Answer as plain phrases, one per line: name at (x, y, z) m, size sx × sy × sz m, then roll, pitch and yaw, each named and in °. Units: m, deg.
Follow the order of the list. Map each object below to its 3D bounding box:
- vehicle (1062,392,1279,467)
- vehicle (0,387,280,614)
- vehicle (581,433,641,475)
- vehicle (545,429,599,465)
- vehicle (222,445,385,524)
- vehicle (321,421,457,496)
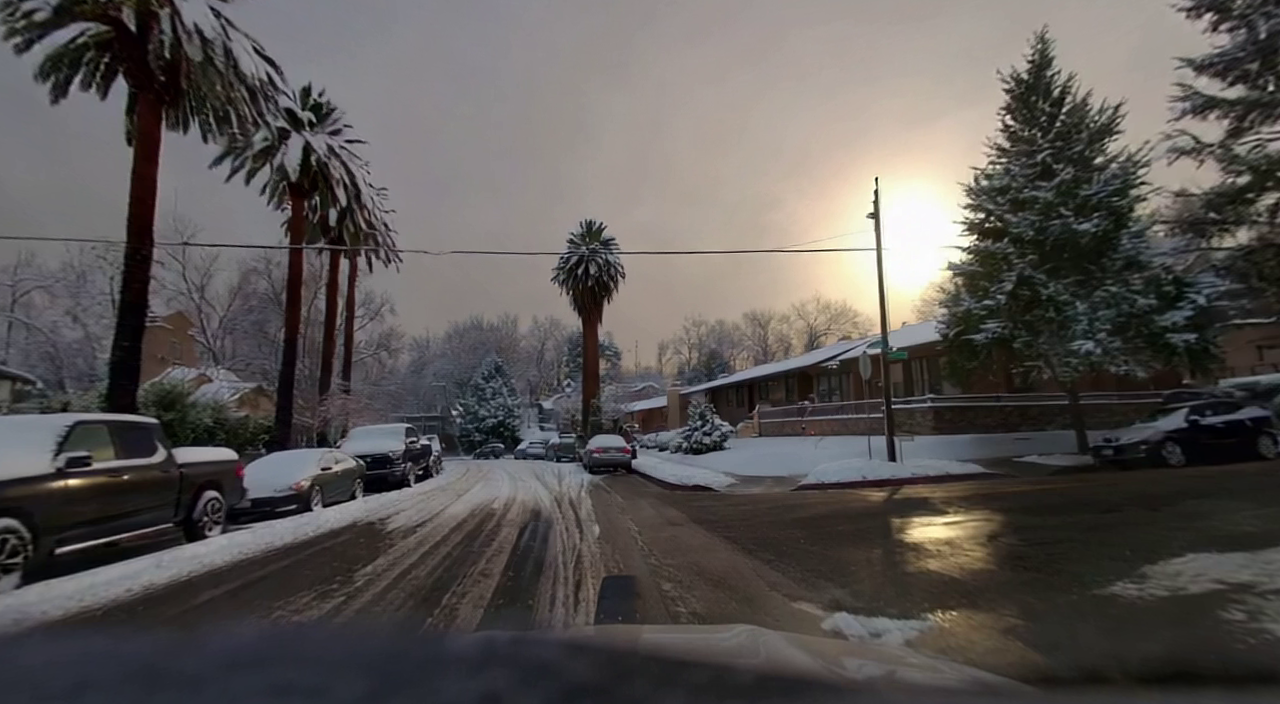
vehicle at (13.003, 1.842, 14.761) m, size 4.950 × 1.606 × 2.003 m, roll 1°, pitch -8°, yaw -8°
vehicle at (-7.547, 1.723, 8.049) m, size 2.556 × 2.156 × 6.159 m, roll 0°, pitch -8°, yaw -4°
vehicle at (-1.348, 4.377, 27.308) m, size 2.076 × 1.658 × 4.604 m, roll 1°, pitch -8°, yaw -9°
vehicle at (-4.241, 5.775, 38.356) m, size 2.139 × 1.997 × 4.864 m, roll 3°, pitch -9°, yaw -20°
vehicle at (-7.791, 3.038, 15.114) m, size 1.875 × 1.585 × 4.184 m, roll 1°, pitch -8°, yaw -5°
vehicle at (-8.322, 3.604, 21.824) m, size 2.624 × 2.178 × 6.522 m, roll 1°, pitch -8°, yaw -6°
